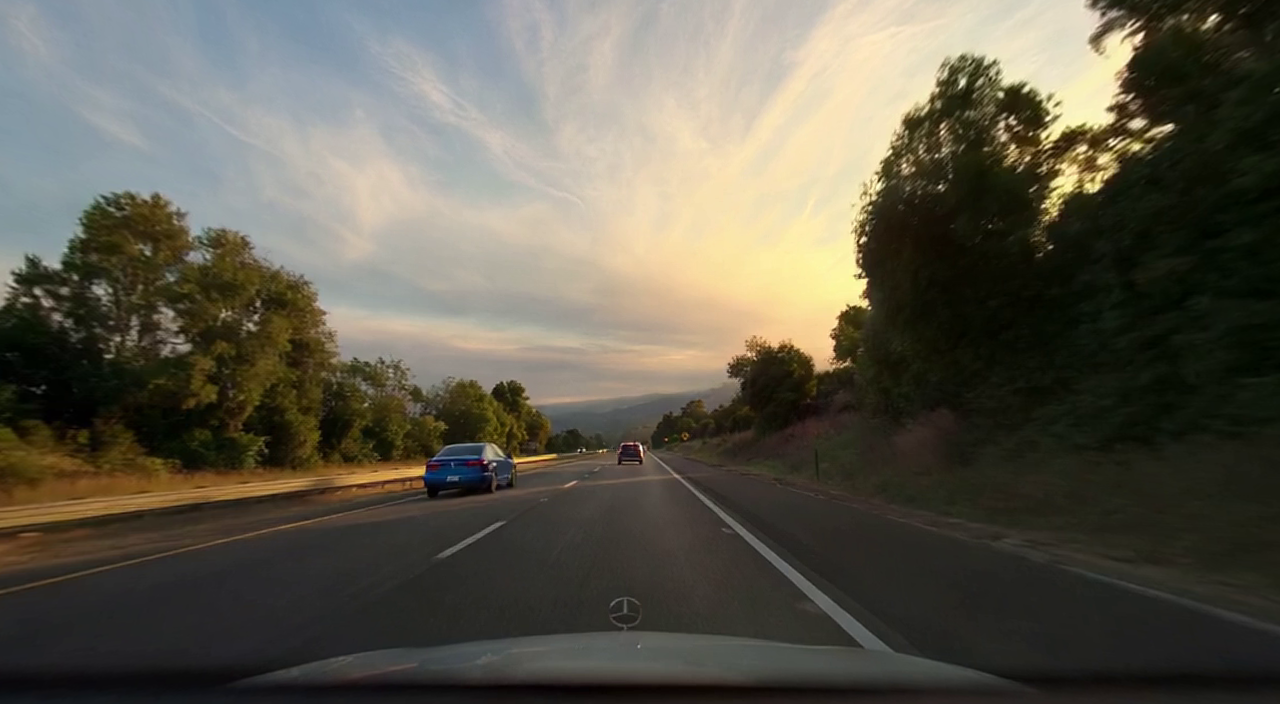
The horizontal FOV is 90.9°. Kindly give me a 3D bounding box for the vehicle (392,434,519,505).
[{"bbox_3d":[-4.749,3.095,16.990,2.113,1.656,4.215,0,-9,0],"label":"vehicle"}]

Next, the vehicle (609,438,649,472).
[{"bbox_3d":[-0.605,5.788,35.575,2.126,1.786,3.958,0,-9,-1],"label":"vehicle"}]
